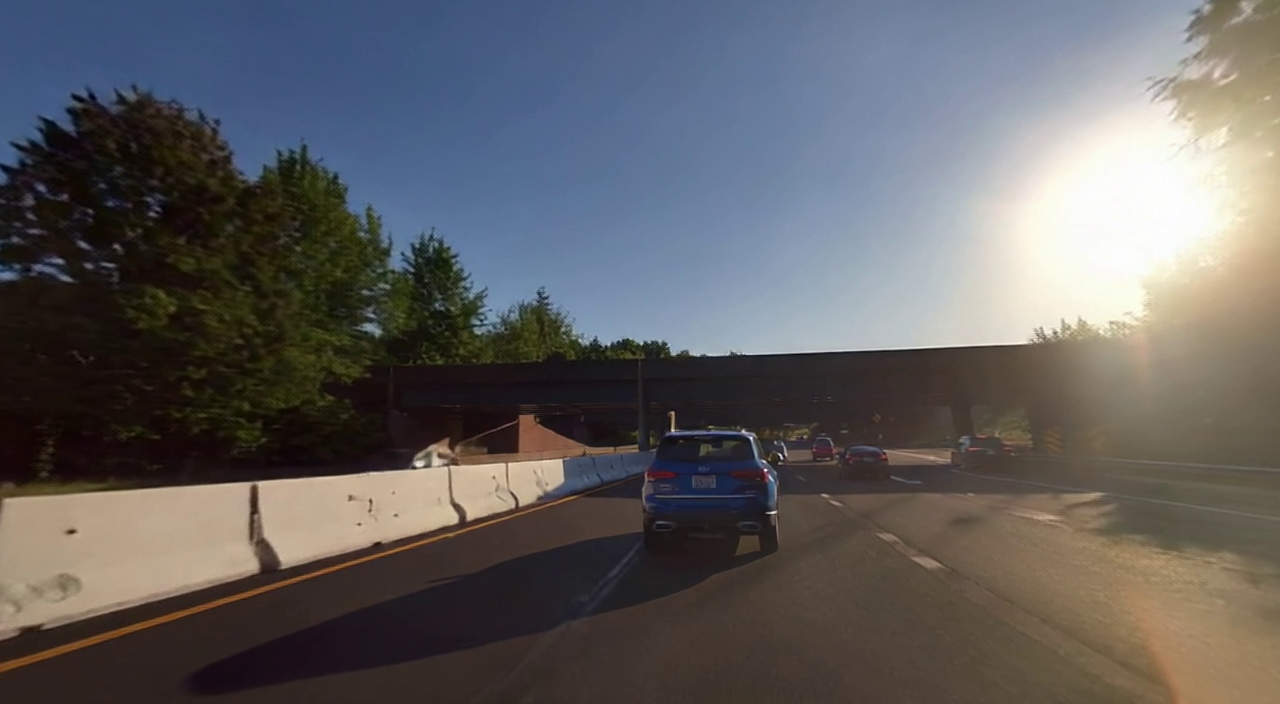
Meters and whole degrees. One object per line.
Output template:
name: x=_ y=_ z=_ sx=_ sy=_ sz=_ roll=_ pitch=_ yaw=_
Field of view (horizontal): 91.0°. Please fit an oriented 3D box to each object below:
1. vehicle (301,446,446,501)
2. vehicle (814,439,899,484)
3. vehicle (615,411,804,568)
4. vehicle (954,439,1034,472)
vehicle: x=-8.103 y=3.692 z=19.715 sx=1.934 sy=1.478 sz=4.474 roll=-2 pitch=-8 yaw=11
vehicle: x=7.675 y=3.875 z=22.758 sx=1.962 sy=1.442 sz=4.536 roll=-1 pitch=-8 yaw=7
vehicle: x=1.107 y=1.759 z=8.854 sx=2.021 sy=1.635 sz=4.085 roll=-2 pitch=-8 yaw=11
vehicle: x=16.965 y=4.951 z=30.416 sx=1.990 sy=1.478 sz=4.475 roll=-2 pitch=-8 yaw=11
